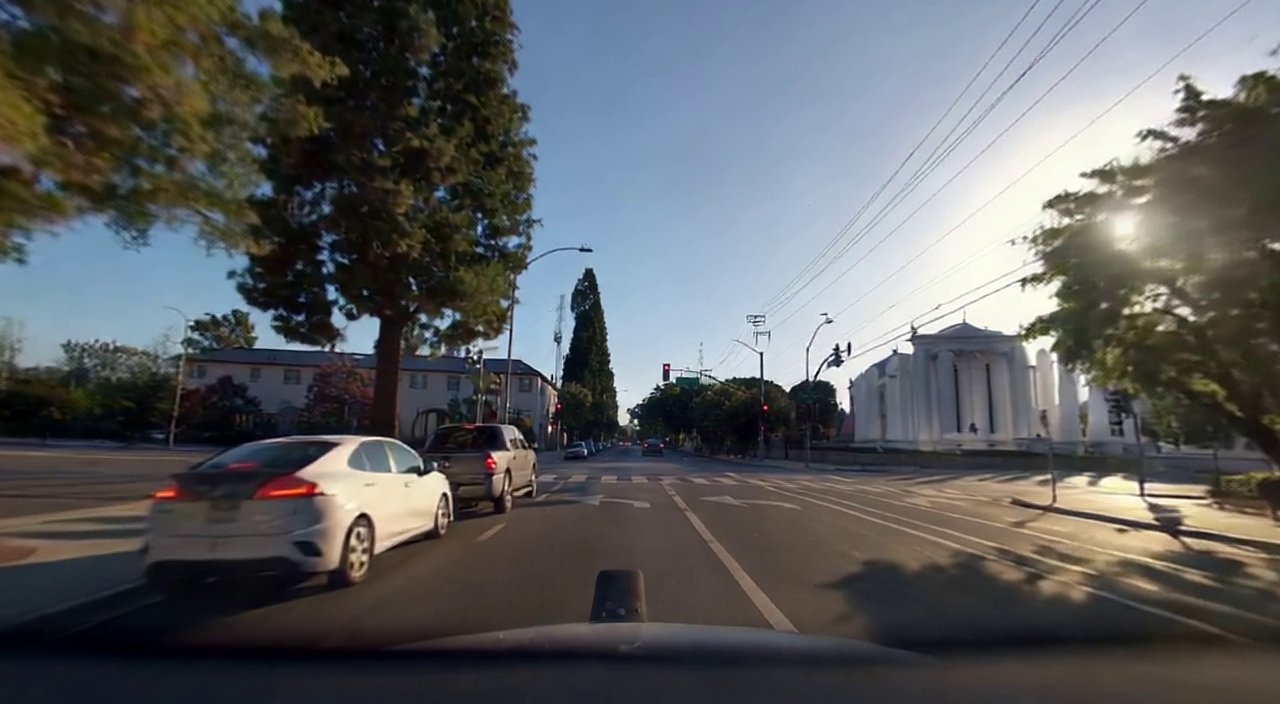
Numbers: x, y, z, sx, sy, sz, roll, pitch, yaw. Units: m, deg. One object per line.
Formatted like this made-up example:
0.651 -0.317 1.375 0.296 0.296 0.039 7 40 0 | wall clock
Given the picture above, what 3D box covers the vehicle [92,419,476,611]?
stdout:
-3.494 1.672 7.502 1.855 1.534 4.644 0 -9 0 | vehicle
